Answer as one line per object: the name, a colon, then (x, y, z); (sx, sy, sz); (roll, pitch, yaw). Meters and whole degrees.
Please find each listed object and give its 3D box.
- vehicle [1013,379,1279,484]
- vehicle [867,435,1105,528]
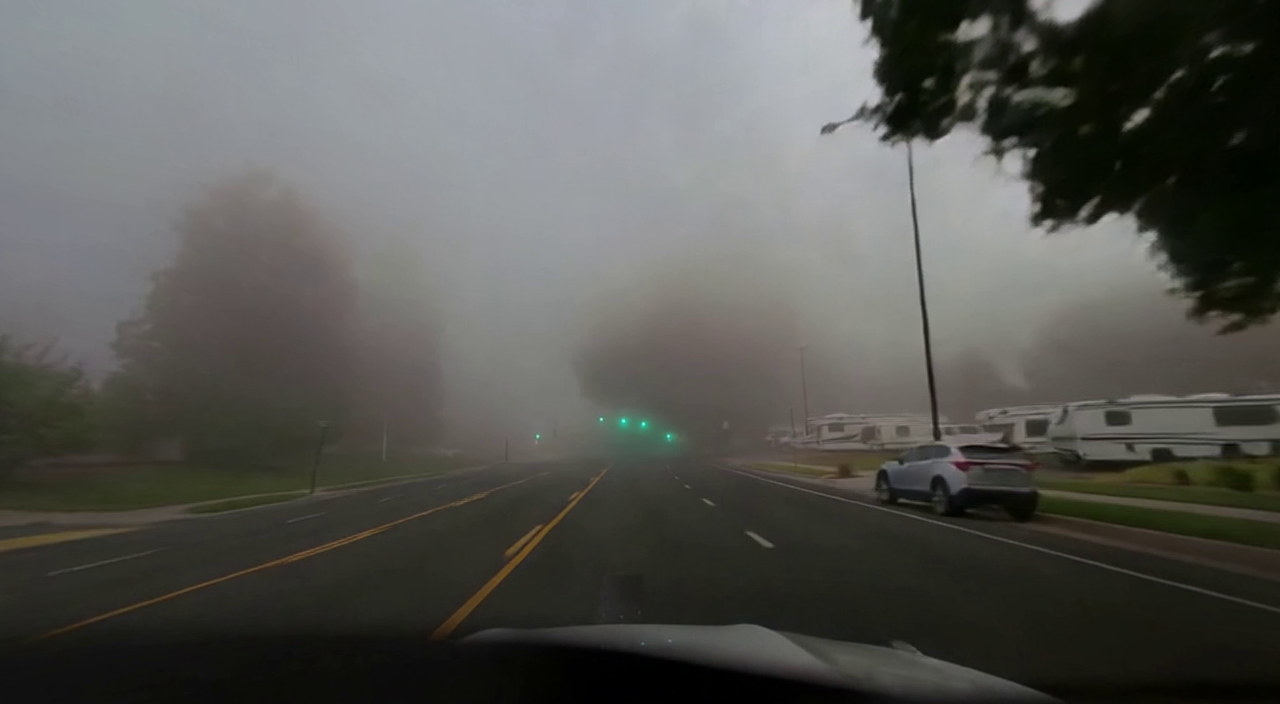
vehicle: (17.087, 2.554, 20.321); (8.016, 2.965, 3.192); (-1, -8, 0)
vehicle: (6.323, 2.394, 12.278); (1.993, 1.461, 4.269); (0, -9, -4)
